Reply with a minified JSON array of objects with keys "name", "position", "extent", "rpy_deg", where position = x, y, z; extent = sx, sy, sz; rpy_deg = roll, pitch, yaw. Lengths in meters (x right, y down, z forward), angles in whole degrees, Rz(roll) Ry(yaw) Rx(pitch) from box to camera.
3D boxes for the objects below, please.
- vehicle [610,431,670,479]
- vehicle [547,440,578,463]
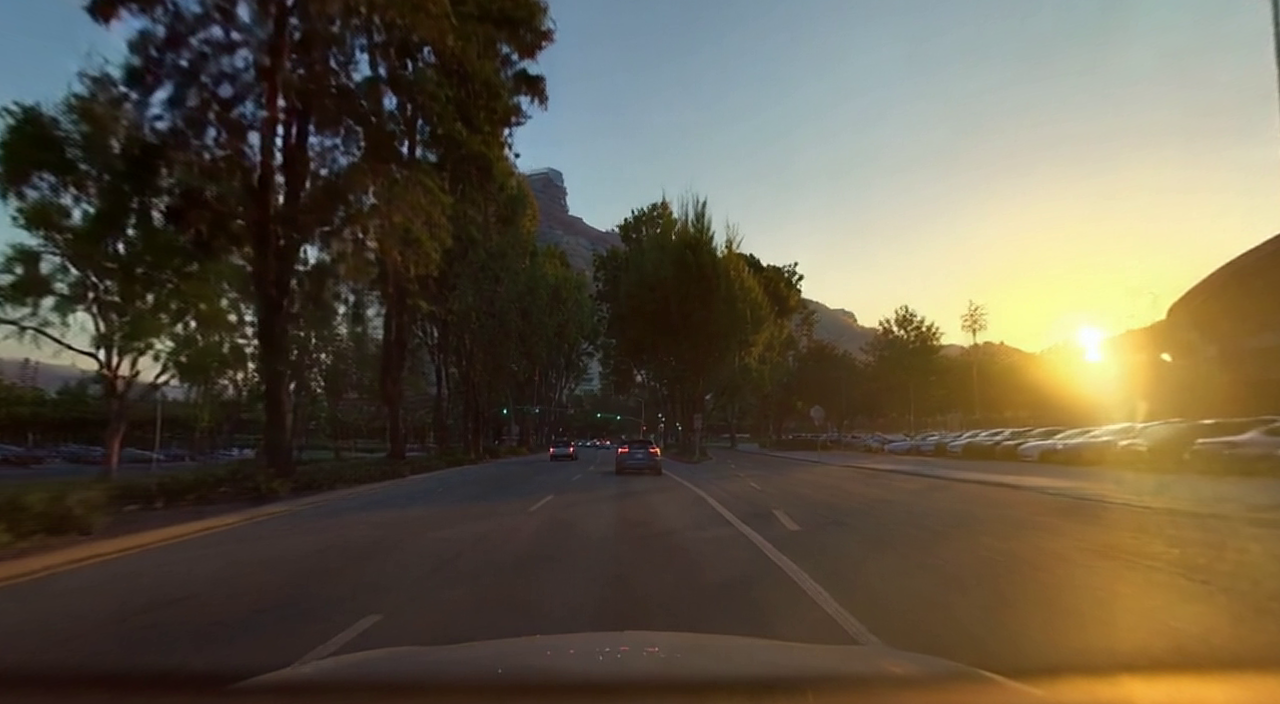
[{"name":"vehicle","position":[-0.046,3.960,24.372],"extent":[2.135,1.691,3.884],"rpy_deg":[0,-9,-1]},{"name":"vehicle","position":[-5.473,7.068,44.901],"extent":[1.950,1.563,3.727],"rpy_deg":[0,-9,-3]}]
